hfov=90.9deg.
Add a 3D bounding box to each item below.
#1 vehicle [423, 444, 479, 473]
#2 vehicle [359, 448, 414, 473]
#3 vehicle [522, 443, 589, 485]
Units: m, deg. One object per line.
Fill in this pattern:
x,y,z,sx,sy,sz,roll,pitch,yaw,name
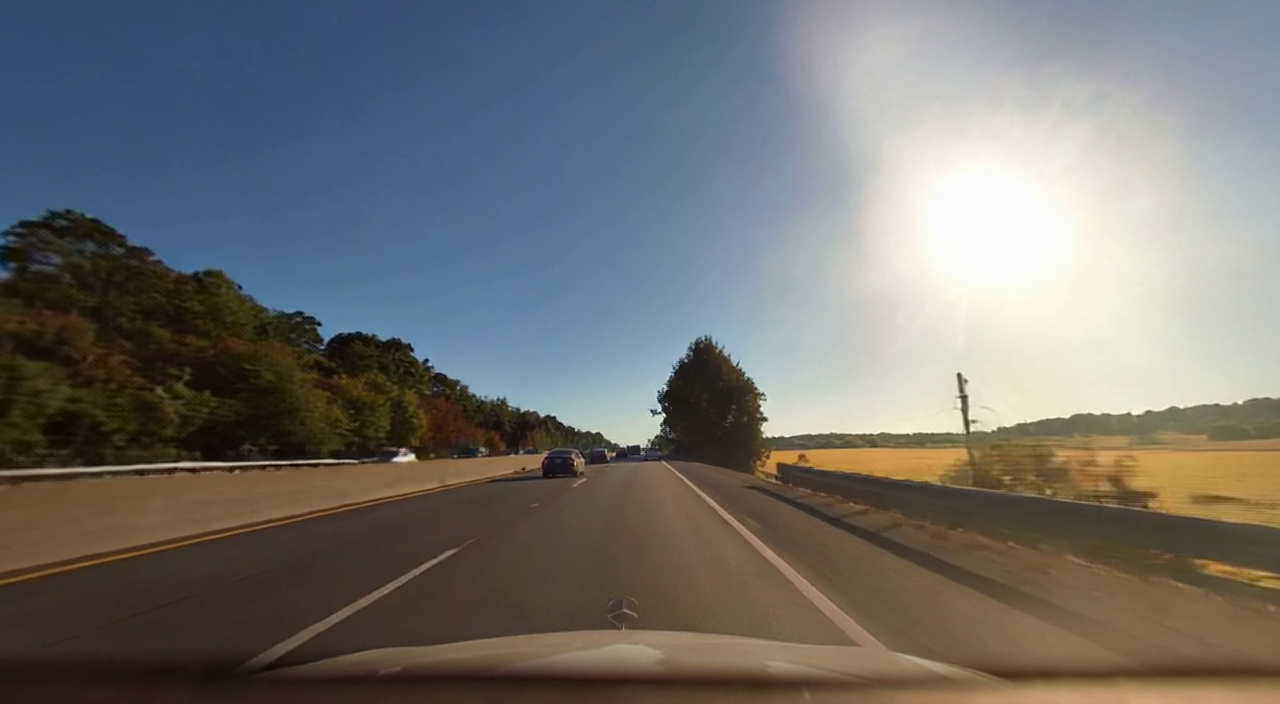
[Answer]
-12.328,7.002,41.499,1.954,1.742,5.517,0,-9,0,vehicle
-16.813,7.212,41.927,1.905,1.558,4.016,-1,-9,1,vehicle
-3.195,4.345,24.735,1.970,1.483,4.097,-1,-9,2,vehicle
